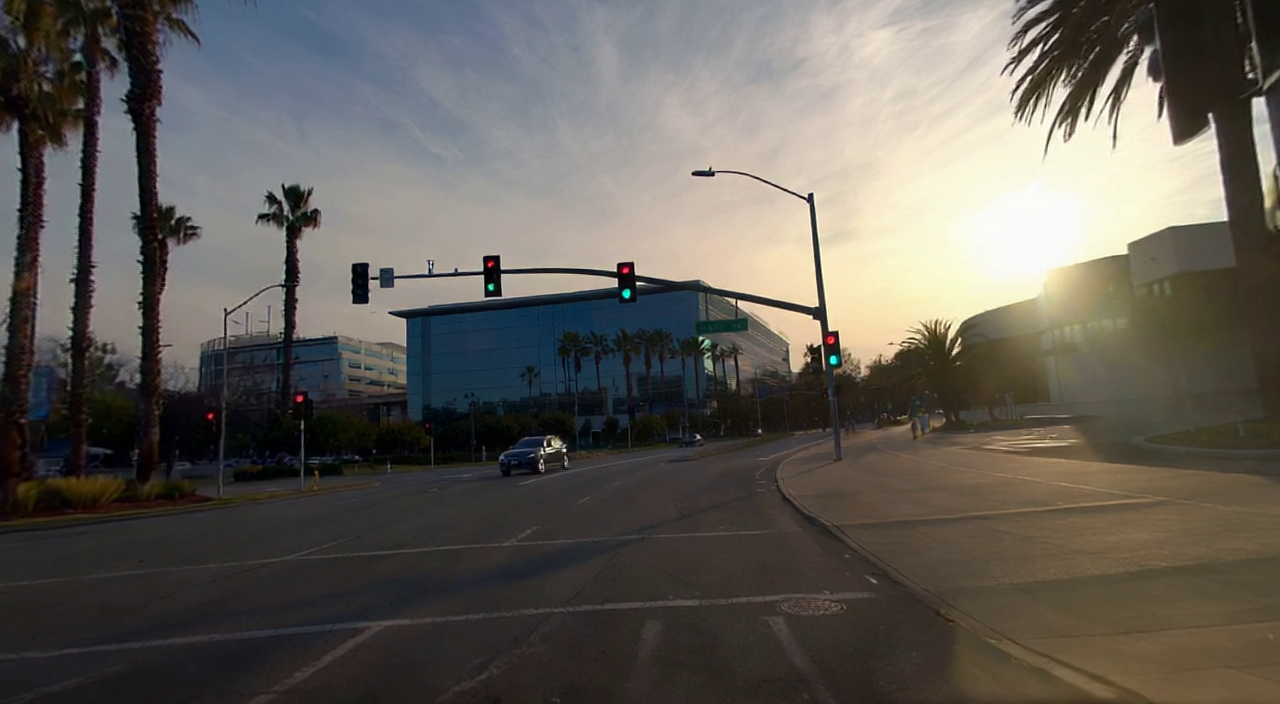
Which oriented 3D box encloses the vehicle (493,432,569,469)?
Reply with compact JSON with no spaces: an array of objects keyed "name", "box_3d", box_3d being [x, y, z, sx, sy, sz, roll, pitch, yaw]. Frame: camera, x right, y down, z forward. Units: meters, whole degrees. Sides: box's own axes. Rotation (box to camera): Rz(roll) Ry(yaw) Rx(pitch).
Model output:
[{"name":"vehicle","box_3d":[-5.696,5.236,33.641,2.181,1.792,4.648,-3,-9,16]}]
